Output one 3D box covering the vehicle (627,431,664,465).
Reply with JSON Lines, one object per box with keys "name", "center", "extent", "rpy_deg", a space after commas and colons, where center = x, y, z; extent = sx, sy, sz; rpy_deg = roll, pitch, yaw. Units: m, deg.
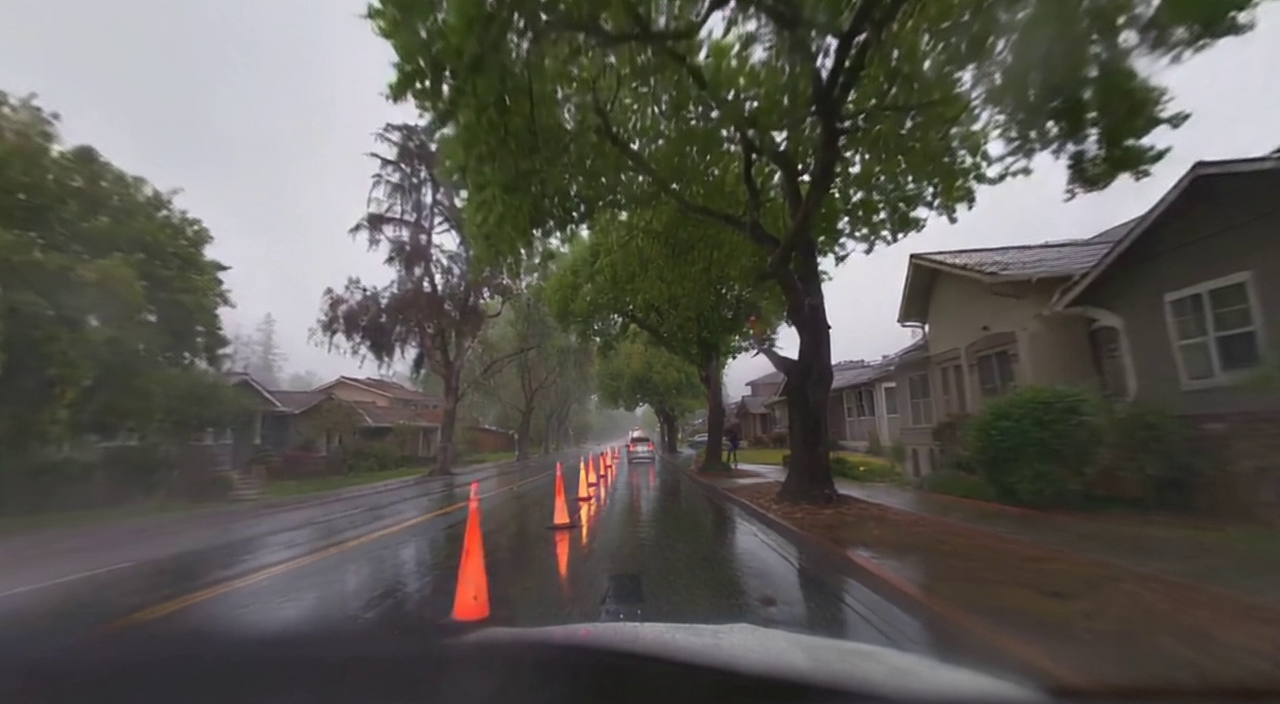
{"name": "vehicle", "center": [0.290, 6.133, 40.535], "extent": [2.169, 2.015, 5.206], "rpy_deg": [0, -8, -1]}
